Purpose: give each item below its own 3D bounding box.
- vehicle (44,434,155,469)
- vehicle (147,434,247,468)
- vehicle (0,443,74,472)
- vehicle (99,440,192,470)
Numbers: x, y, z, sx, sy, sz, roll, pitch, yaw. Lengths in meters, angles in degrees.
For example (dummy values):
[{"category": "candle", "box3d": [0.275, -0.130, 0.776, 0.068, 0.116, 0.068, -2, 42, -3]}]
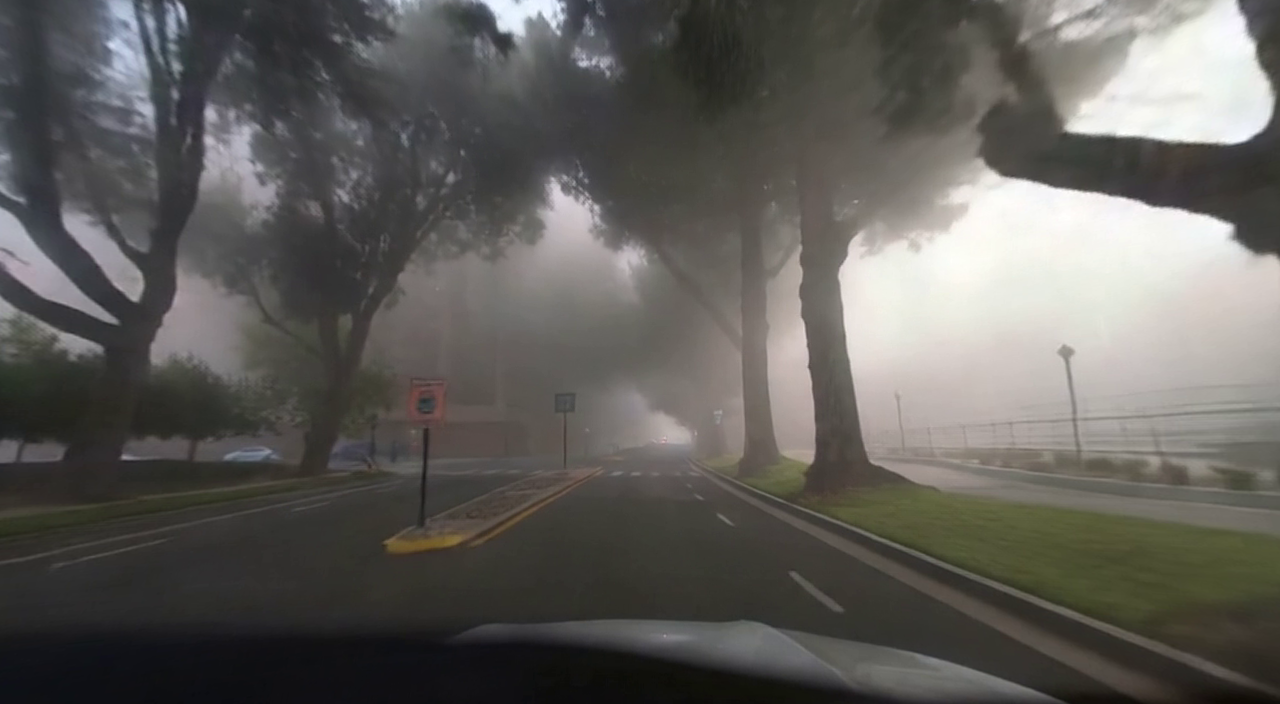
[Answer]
[{"category": "vehicle", "box3d": [-28.869, 5.319, 33.970, 1.977, 1.701, 4.396, 1, -8, 0]}, {"category": "vehicle", "box3d": [-23.807, 5.403, 34.183, 1.850, 1.662, 4.580, 1, -10, 3]}, {"category": "vehicle", "box3d": [-34.062, 5.755, 34.659, 1.785, 1.493, 4.343, 0, -8, 3]}, {"category": "vehicle", "box3d": [-26.473, 5.492, 34.013, 1.641, 1.505, 4.016, -1, -8, 2]}]
